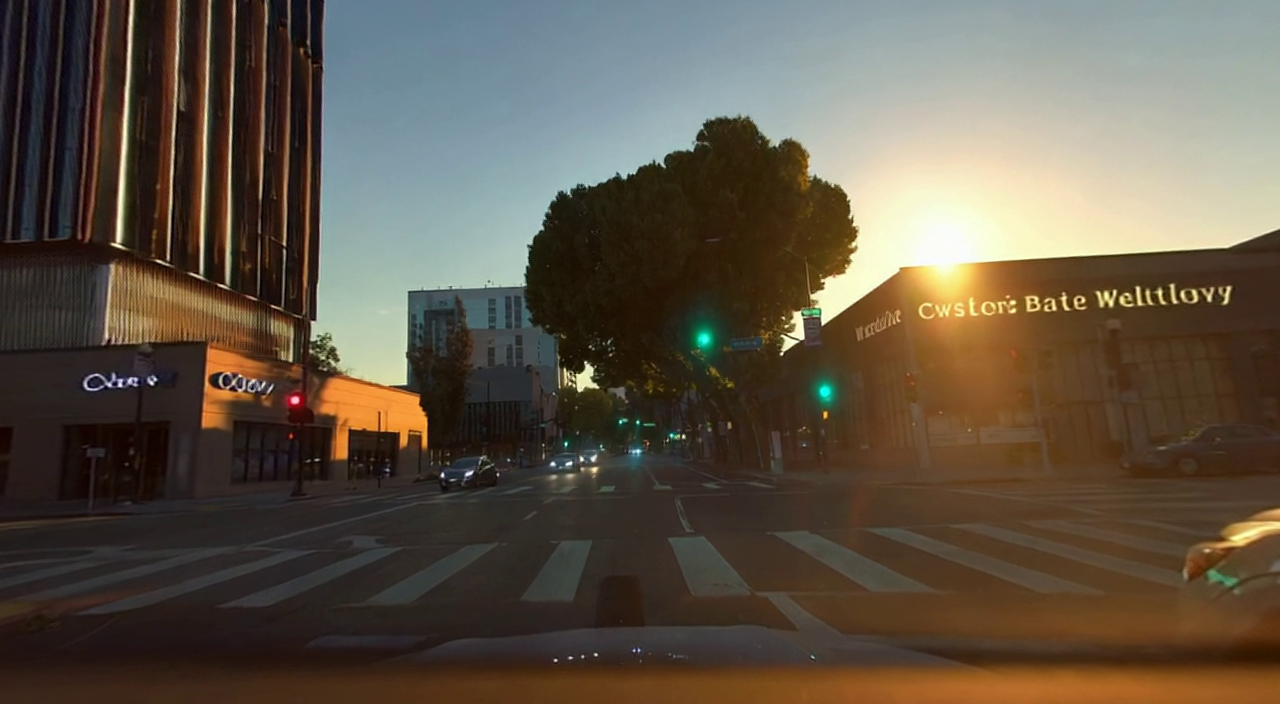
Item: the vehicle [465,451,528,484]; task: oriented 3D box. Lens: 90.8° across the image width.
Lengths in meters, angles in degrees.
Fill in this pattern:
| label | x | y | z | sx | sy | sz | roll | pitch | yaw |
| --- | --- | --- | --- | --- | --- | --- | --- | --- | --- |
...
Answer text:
| label | x | y | z | sx | sy | sz | roll | pitch | yaw |
| --- | --- | --- | --- | --- | --- | --- | --- | --- | --- |
| vehicle | -7.033 | 5.674 | 31.355 | 1.893 | 1.451 | 4.276 | -1 | -9 | 3 |
